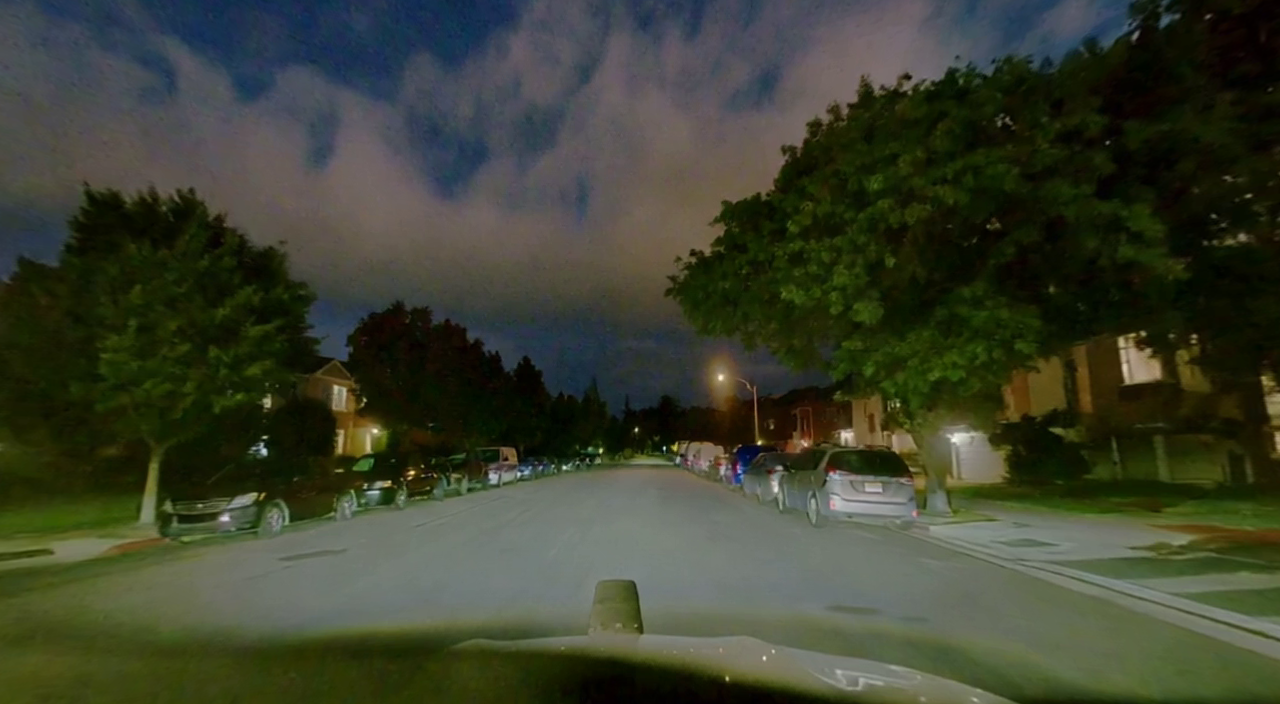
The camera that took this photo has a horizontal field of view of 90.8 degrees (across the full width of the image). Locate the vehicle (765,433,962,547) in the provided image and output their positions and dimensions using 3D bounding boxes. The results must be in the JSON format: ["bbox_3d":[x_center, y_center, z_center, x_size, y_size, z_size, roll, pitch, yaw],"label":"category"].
[{"bbox_3d":[3.951,2.510,12.315,1.903,1.714,5.092,0,-9,-1],"label":"vehicle"}]

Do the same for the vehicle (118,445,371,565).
[{"bbox_3d":[-7.179,2.729,12.210,1.898,1.715,4.537,-3,-8,2],"label":"vehicle"}]
